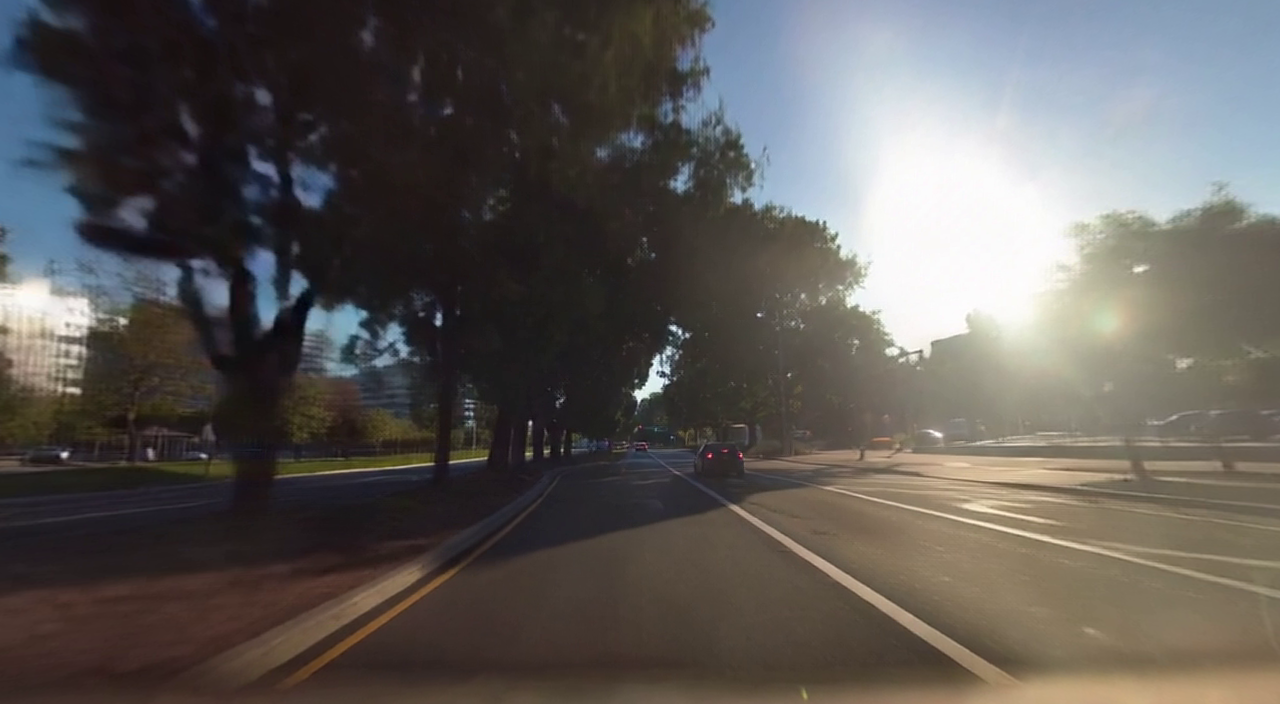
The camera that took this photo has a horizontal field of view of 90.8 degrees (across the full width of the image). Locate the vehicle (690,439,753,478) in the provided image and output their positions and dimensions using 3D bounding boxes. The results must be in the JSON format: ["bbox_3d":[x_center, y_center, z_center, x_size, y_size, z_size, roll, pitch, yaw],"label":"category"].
[{"bbox_3d":[3.336,4.473,26.840,1.948,1.479,4.620,0,-8,-1],"label":"vehicle"}]
